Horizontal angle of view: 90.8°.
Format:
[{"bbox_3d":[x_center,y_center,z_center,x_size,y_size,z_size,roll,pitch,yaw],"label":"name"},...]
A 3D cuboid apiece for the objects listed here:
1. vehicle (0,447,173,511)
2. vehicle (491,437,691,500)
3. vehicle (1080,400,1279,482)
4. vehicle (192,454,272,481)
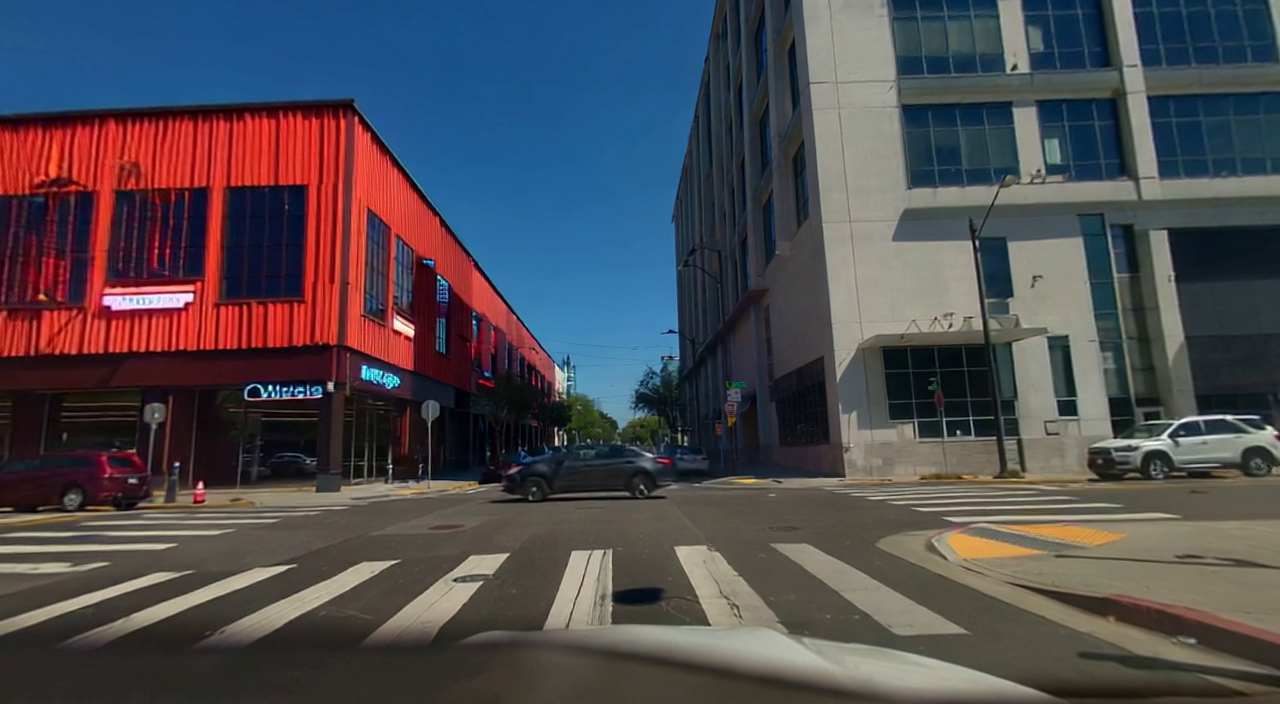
[{"bbox_3d":[-16.149,3.485,17.588,4.558,1.635,2.008,1,-9,-6],"label":"vehicle"},{"bbox_3d":[-1.280,2.997,16.519,4.877,1.482,2.041,1,-9,-7],"label":"vehicle"},{"bbox_3d":[18.541,3.009,21.401,5.384,2.586,2.358,0,-9,-1],"label":"vehicle"},{"bbox_3d":[-24.269,6.900,37.685,3.618,1.412,1.587,-1,-9,-7],"label":"vehicle"}]
